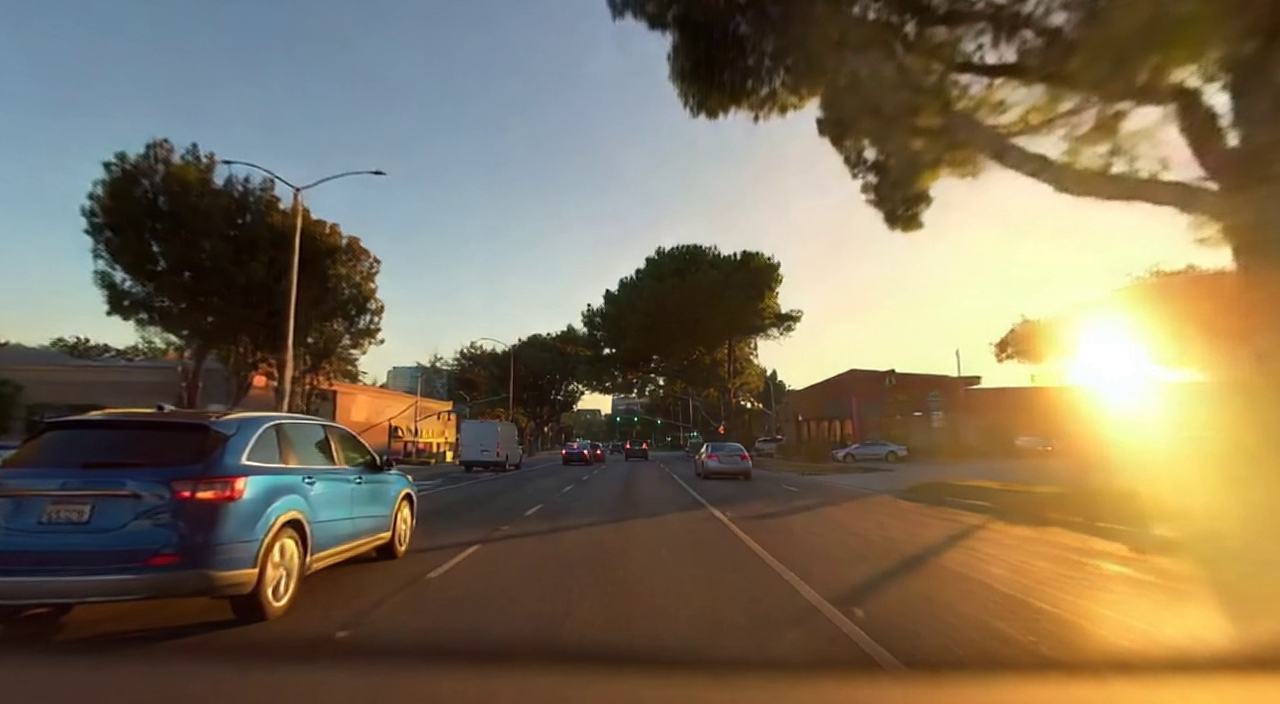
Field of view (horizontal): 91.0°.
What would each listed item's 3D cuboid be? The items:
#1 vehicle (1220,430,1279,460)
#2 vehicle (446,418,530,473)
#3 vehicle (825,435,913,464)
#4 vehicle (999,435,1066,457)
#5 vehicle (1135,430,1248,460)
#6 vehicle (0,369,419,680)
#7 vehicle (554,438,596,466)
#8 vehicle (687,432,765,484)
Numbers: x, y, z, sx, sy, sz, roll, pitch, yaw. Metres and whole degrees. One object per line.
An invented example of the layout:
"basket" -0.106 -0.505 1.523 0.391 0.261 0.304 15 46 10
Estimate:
"vehicle" 33.237 4.866 32.795 1.817 1.503 4.238 0 -9 -1
"vehicle" -7.743 4.884 32.892 2.863 2.592 6.410 0 -9 -1
"vehicle" 14.418 6.176 39.766 4.626 1.562 2.159 -2 -8 -2
"vehicle" 27.714 6.691 44.638 1.768 1.460 4.677 0 -9 0
"vehicle" 28.093 4.769 32.256 1.760 1.431 4.343 0 -9 -2
"vehicle" -3.818 1.285 5.771 2.038 1.748 4.303 0 -9 -1
"vehicle" -4.075 6.412 40.445 2.133 1.677 4.727 0 -9 1
"vehicle" 3.161 4.031 24.224 2.167 1.792 4.835 0 -9 -2
